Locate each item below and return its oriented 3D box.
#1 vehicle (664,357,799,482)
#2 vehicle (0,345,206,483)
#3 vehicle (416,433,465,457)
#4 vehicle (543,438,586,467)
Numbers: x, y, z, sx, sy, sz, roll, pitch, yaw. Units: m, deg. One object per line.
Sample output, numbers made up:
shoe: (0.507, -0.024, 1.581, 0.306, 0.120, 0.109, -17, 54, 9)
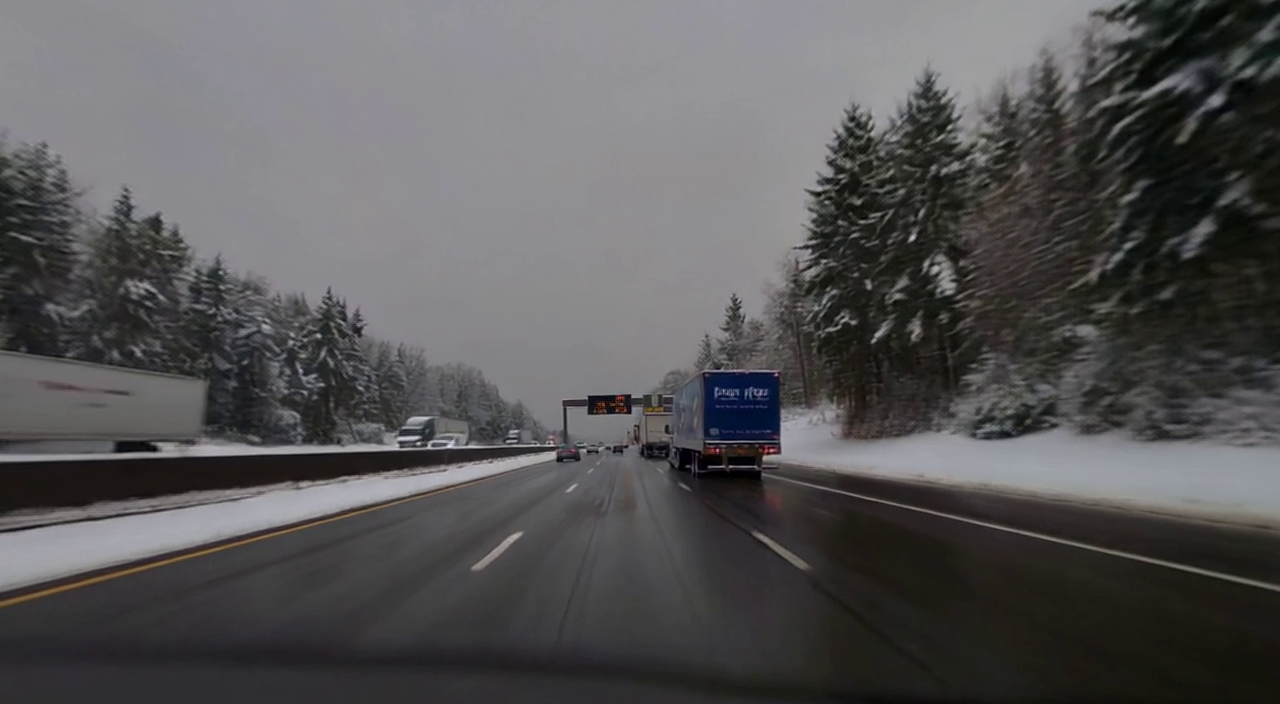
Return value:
vehicle: (3.208, 3.126, 27.165, 3.116, 3.992, 13.748, 0, -8, -3)
vehicle: (-20.621, 2.139, 20.654, 3.146, 4.061, 14.094, 0, -8, -2)
vehicle: (-14.424, 6.766, 45.826, 2.080, 1.652, 5.232, 0, -8, -2)
vehicle: (-4.523, 6.082, 38.420, 2.206, 1.644, 4.027, 0, -8, -1)
